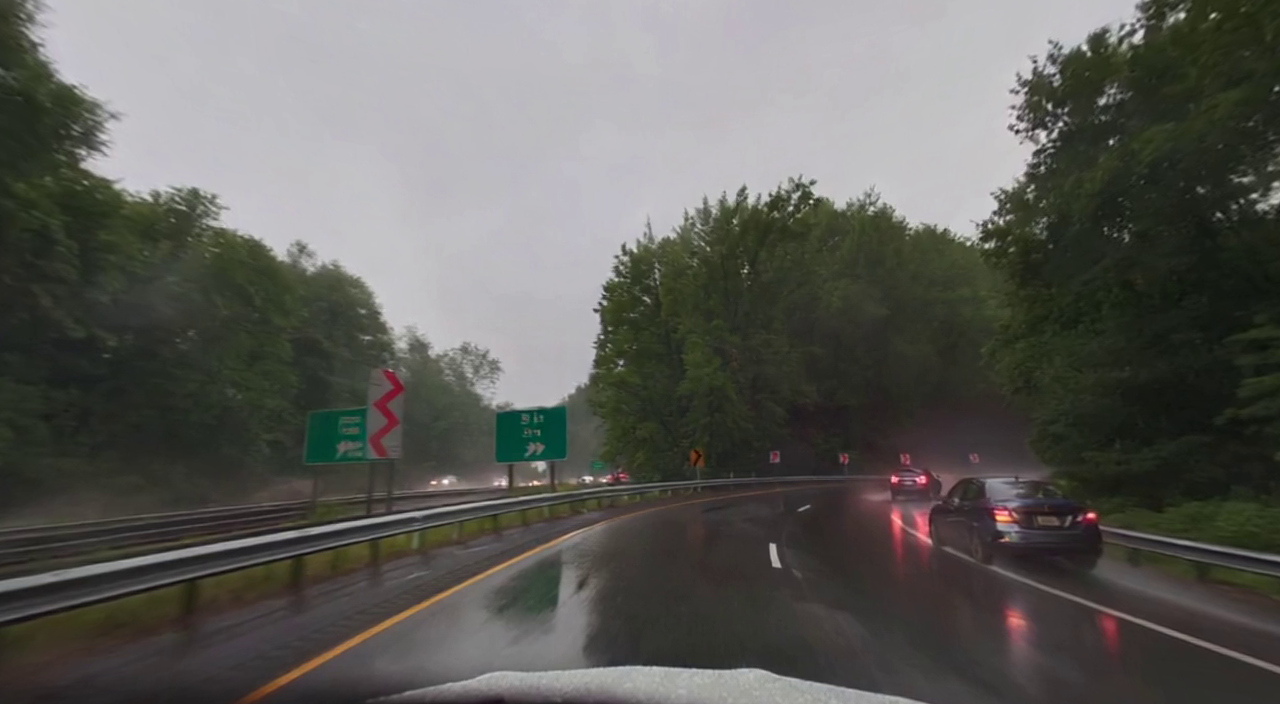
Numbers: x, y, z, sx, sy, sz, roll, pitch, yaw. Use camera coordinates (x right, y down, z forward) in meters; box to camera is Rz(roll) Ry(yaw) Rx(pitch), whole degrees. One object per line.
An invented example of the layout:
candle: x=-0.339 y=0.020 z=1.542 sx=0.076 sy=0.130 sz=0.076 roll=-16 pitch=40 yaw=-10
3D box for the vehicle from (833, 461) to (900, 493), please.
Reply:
vehicle: x=11.624 y=6.372 z=32.187 sx=1.992 sy=1.503 sz=3.793 roll=-8 pitch=-13 yaw=38

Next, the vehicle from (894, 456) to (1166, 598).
vehicle: x=5.446 y=2.447 z=9.592 sx=2.023 sy=1.593 sz=4.105 roll=-1 pitch=-10 yaw=10
